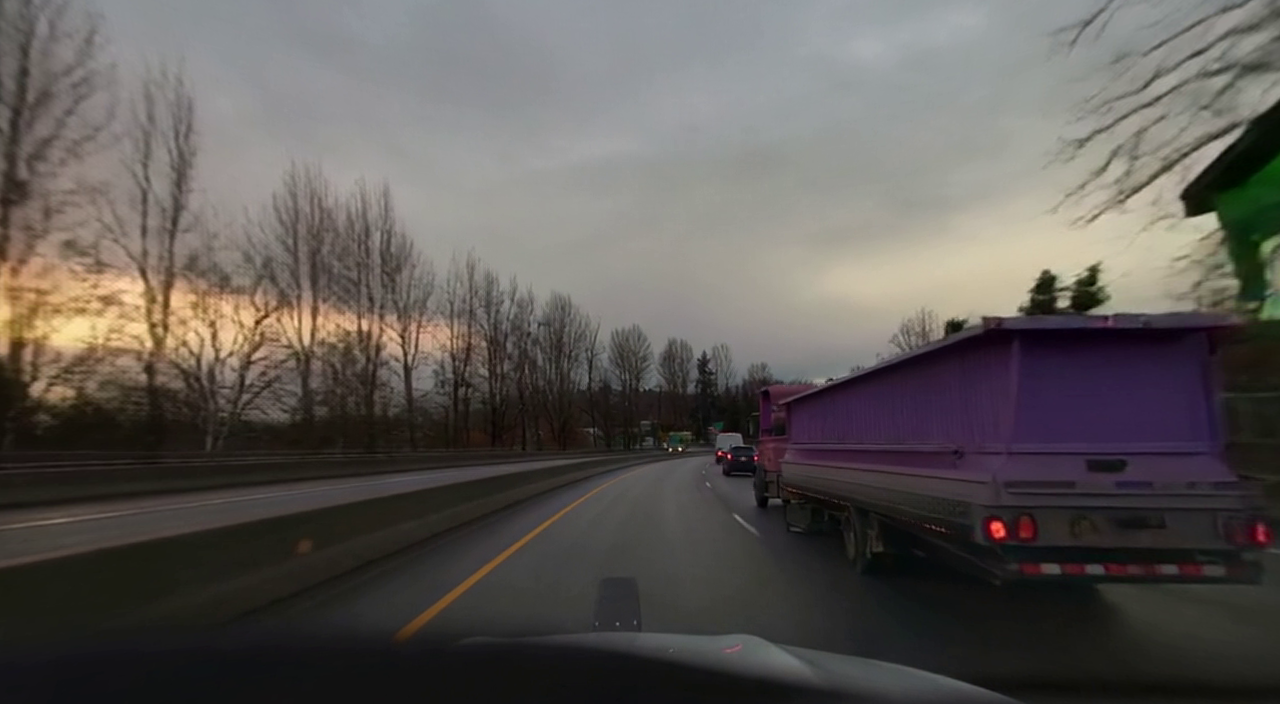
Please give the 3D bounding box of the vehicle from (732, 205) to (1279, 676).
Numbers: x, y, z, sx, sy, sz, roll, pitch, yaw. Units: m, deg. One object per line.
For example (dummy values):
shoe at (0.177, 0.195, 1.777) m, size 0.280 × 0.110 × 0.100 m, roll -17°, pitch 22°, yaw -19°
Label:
vehicle at (4.107, 1.692, 11.952) m, size 2.916 × 3.563 × 14.462 m, roll -1°, pitch -9°, yaw 2°
